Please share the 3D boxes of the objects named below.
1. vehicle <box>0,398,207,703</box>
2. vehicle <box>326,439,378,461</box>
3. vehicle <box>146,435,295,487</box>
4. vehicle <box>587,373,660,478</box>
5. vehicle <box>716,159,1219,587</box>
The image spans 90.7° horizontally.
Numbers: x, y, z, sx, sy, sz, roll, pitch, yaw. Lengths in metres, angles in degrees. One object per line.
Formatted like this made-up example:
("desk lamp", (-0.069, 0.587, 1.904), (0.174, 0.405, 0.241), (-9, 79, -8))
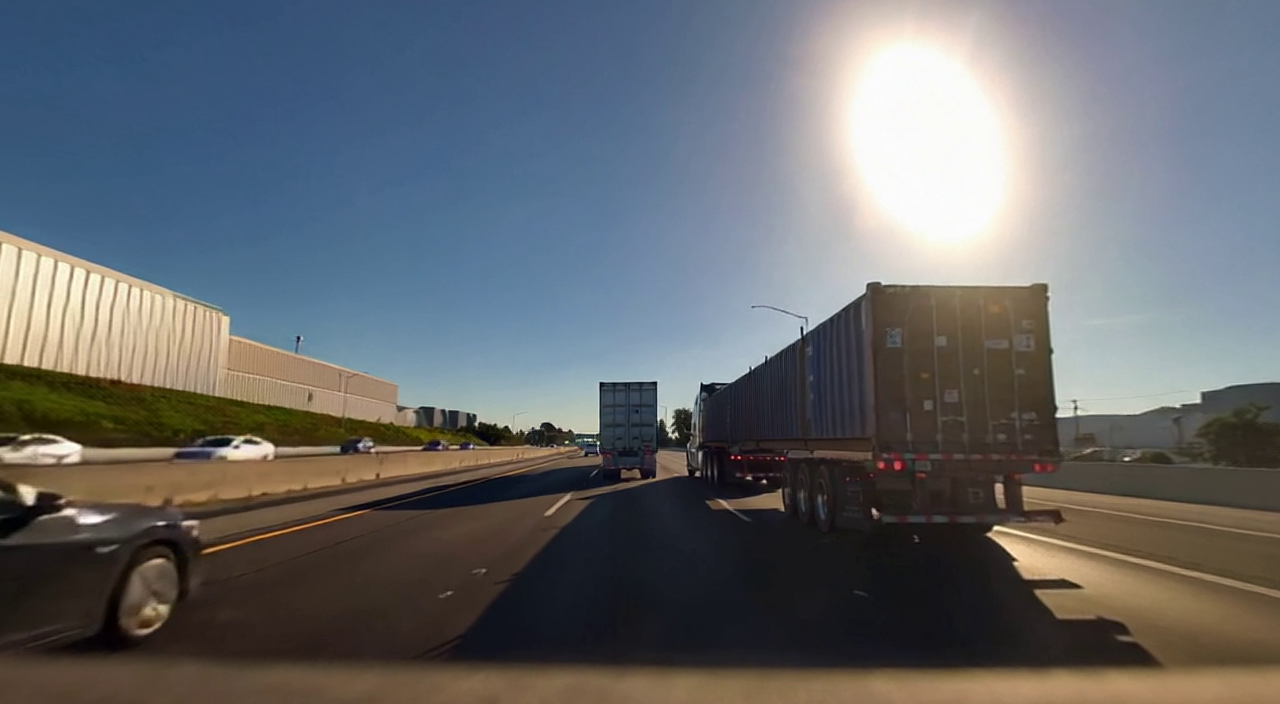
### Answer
("vehicle", (-3.777, 0.796, 1.708), (1.994, 1.471, 4.591), (0, -9, -1))
("vehicle", (-21.901, 7.480, 48.341), (2.037, 1.630, 4.440), (0, -9, -2))
("vehicle", (-13.083, 3.411, 20.133), (1.814, 1.449, 4.409), (0, -9, -2))
("vehicle", (-0.524, 3.778, 30.985), (2.841, 4.071, 12.046), (-1, -9, 1))
("vehicle", (3.759, 1.036, 12.307), (2.803, 4.072, 12.744), (0, -9, -1))
